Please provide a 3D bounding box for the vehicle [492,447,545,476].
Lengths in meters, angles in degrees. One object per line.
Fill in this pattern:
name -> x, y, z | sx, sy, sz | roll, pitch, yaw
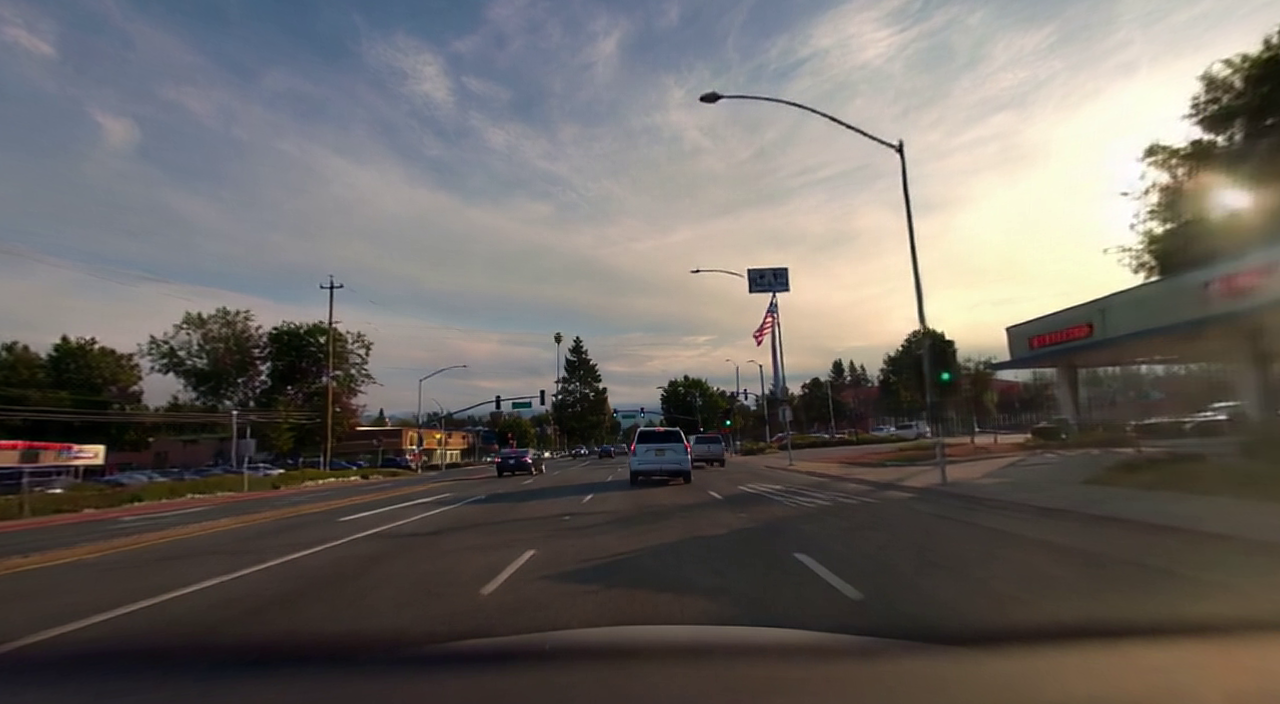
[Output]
vehicle -> -6.567, 5.939, 34.585 | 1.966, 1.461, 4.422 | 0, -8, 1

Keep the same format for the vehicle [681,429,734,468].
vehicle -> 3.919, 5.758, 37.689 | 2.452, 2.148, 5.877 | 0, -8, -1

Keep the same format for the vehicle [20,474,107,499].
vehicle -> -41.005, 9.540, 45.016 | 1.792, 1.450, 4.553 | -1, -8, 2

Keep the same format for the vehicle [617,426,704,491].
vehicle -> 0.566, 3.499, 21.042 | 2.513, 1.854, 5.235 | 0, -8, -1
